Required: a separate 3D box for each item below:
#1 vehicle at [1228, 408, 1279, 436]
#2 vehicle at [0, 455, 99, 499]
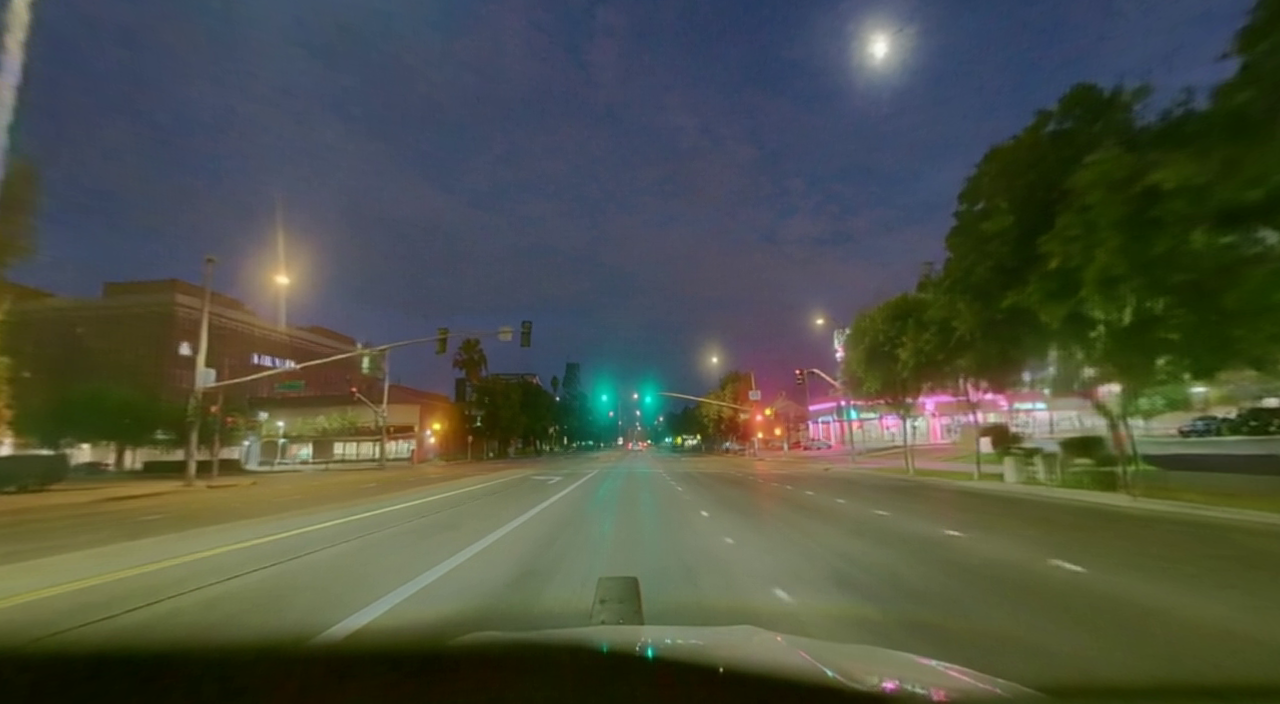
[{"bbox_3d":[40.052,4.418,39.596,4.388,1.651,1.918,0,-9,-1],"label":"vehicle"},{"bbox_3d":[-29.608,5.767,29.334,6.525,1.890,2.481,0,-9,-1],"label":"vehicle"}]
